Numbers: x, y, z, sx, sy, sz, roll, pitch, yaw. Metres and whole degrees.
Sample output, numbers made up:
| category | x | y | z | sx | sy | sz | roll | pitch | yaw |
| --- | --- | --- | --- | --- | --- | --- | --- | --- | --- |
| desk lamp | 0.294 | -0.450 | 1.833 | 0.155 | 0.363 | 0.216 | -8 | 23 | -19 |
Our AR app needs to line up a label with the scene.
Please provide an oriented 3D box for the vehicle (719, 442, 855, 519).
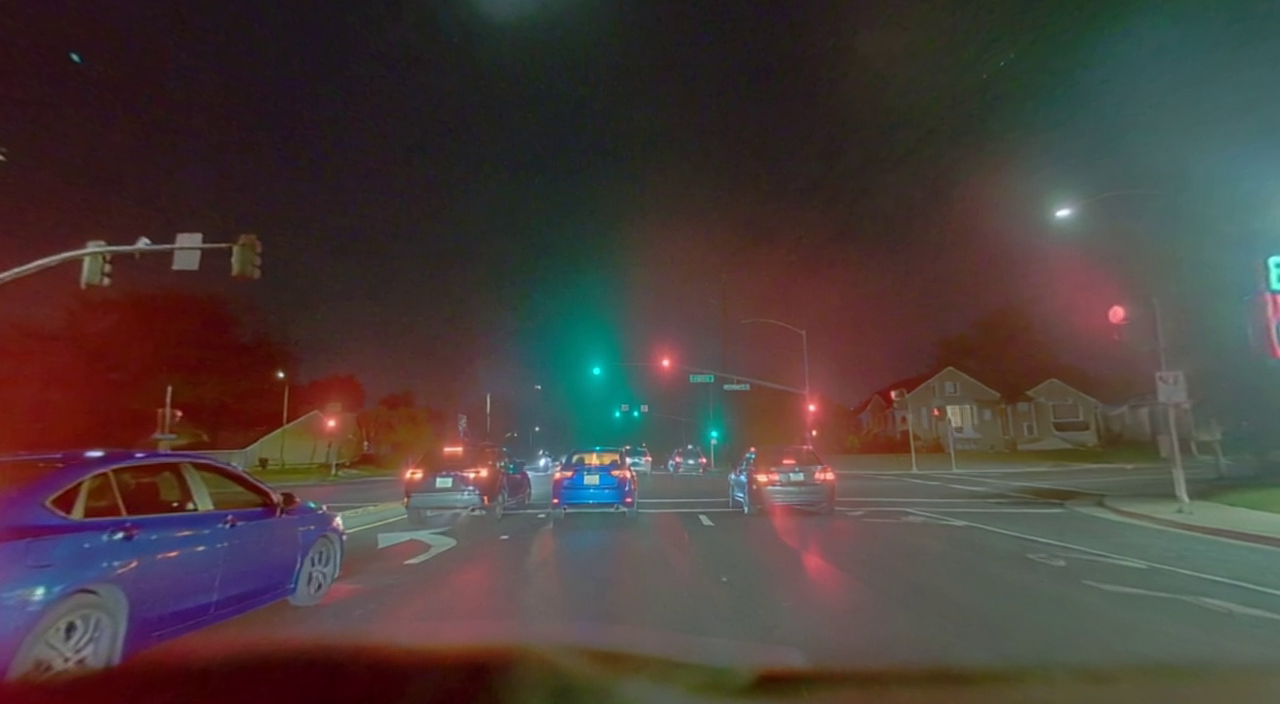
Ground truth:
| category | x | y | z | sx | sy | sz | roll | pitch | yaw |
| --- | --- | --- | --- | --- | --- | --- | --- | --- | --- |
| vehicle | 3.125 | 2.825 | 14.459 | 2.014 | 1.464 | 4.312 | 0 | -9 | -1 |

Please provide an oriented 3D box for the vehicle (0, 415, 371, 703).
| category | x | y | z | sx | sy | sz | roll | pitch | yaw |
| --- | --- | --- | --- | --- | --- | --- | --- | --- | --- |
| vehicle | -3.660 | 1.193 | 3.826 | 2.058 | 1.474 | 4.473 | 0 | -9 | 0 |

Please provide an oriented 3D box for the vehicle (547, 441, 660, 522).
| category | x | y | z | sx | sy | sz | roll | pitch | yaw |
| --- | --- | --- | --- | --- | --- | --- | --- | --- | --- |
| vehicle | -0.671 | 2.713 | 13.789 | 2.104 | 1.500 | 3.815 | 0 | -9 | 1 |

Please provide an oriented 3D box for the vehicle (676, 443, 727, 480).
| category | x | y | z | sx | sy | sz | roll | pitch | yaw |
| --- | --- | --- | --- | --- | --- | --- | --- | --- | --- |
| vehicle | 2.892 | 5.244 | 30.546 | 1.956 | 1.615 | 4.205 | 0 | -9 | -1 |

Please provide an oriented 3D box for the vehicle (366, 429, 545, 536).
| category | x | y | z | sx | sy | sz | roll | pitch | yaw |
| --- | --- | --- | --- | --- | --- | --- | --- | --- | --- |
| vehicle | -3.317 | 2.448 | 12.506 | 2.024 | 1.701 | 4.572 | 0 | -9 | 2 |
